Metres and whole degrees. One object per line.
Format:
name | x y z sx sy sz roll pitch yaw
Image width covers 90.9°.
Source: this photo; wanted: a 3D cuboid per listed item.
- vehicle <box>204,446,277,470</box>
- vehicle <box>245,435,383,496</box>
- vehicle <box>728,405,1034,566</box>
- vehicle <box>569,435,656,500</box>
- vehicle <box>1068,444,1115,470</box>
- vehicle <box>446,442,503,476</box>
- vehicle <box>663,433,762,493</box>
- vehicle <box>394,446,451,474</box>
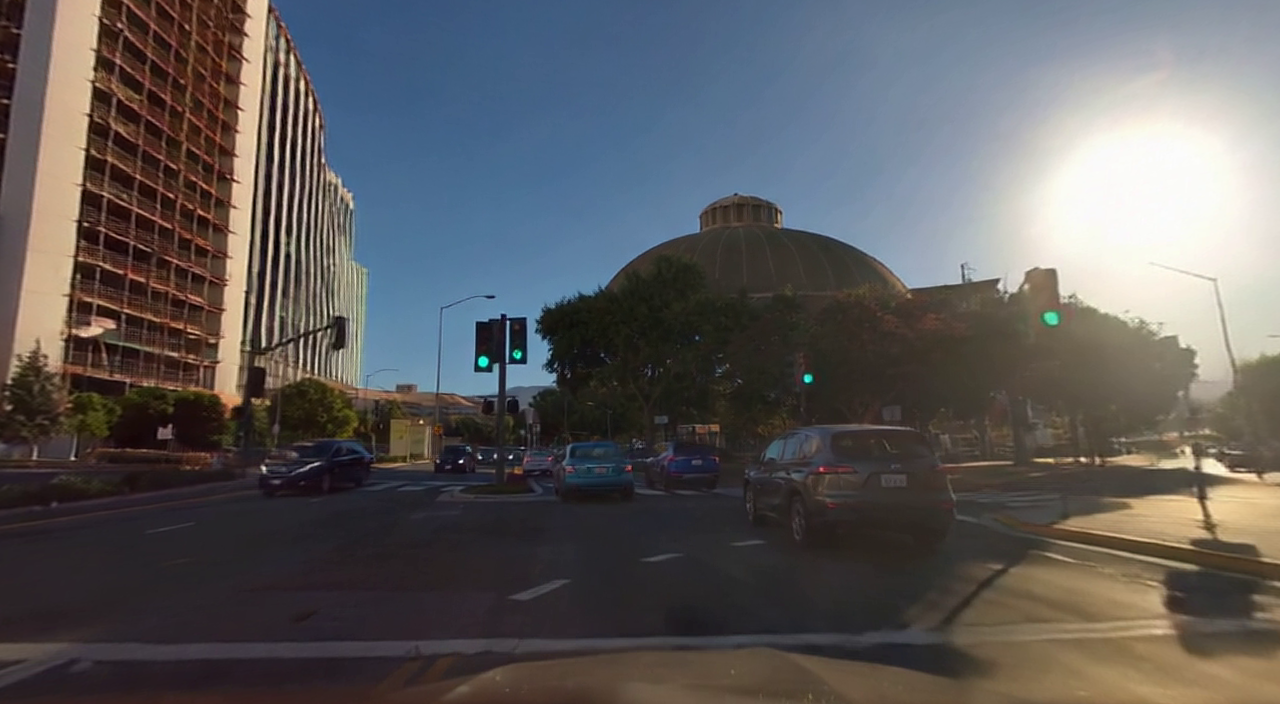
vehicle | -26.076 6.863 41.090 4.653 1.459 2.228 -5 -10 33
vehicle | -10.238 3.588 20.314 2.303 1.692 4.571 0 -9 -5
vehicle | 3.079 1.851 9.578 2.320 1.772 4.872 0 -9 -6
vehicle | -0.914 3.266 18.182 2.132 1.632 3.889 1 -9 -8
vehicle | 33.040 7.637 46.238 2.094 1.750 5.139 -5 -10 28
vehicle | -8.468 5.502 32.630 2.092 1.629 4.133 0 -9 -4
vehicle | 2.215 3.570 20.654 2.103 1.710 4.396 1 -9 -9
vehicle | -12.617 6.274 36.880 2.013 1.466 4.430 0 -9 -4
